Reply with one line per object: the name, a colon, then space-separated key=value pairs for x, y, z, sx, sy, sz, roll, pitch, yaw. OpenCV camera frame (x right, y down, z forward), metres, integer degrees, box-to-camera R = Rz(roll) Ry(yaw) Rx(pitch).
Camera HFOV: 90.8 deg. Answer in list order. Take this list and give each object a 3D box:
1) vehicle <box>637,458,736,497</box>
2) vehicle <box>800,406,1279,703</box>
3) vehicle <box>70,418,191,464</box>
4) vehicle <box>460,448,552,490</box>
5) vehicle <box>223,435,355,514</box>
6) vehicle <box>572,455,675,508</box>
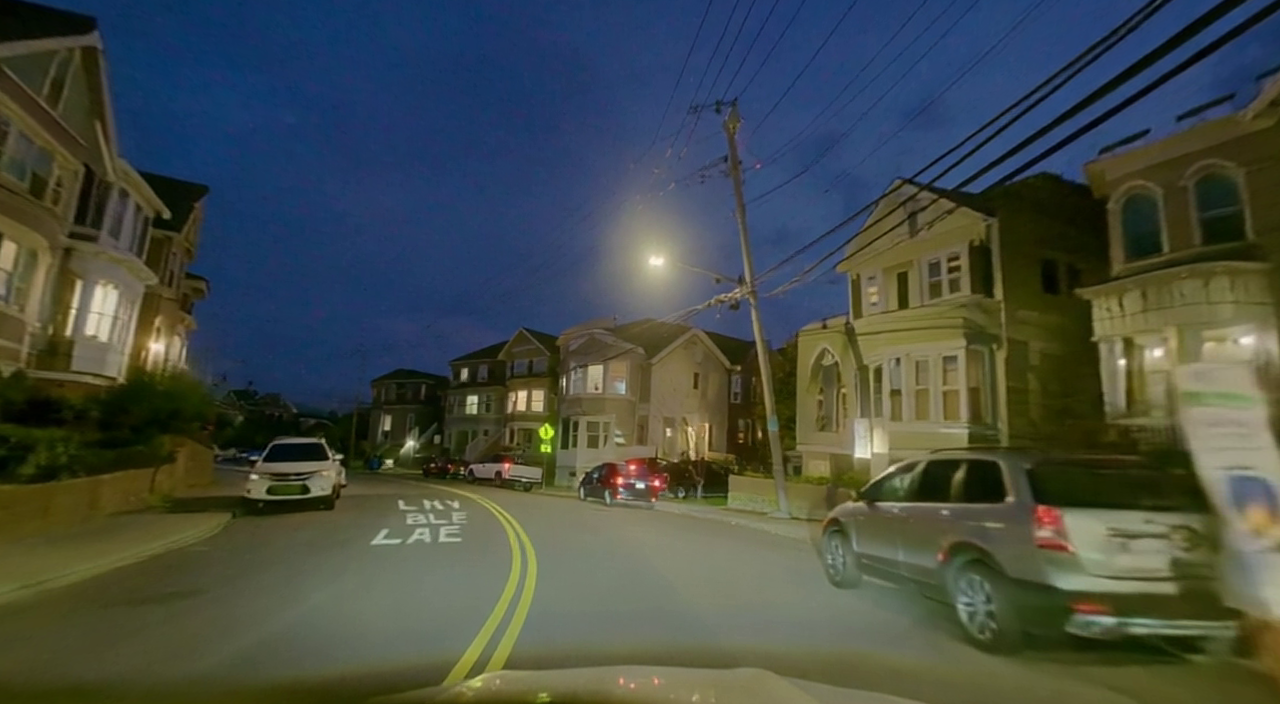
vehicle: x=2.138 y=5.652 z=28.787 sx=4.163 sy=1.586 sz=2.023 roll=6 pitch=-10 yaw=-35
vehicle: x=3.327 y=1.565 z=6.088 sx=1.994 sy=1.682 sz=4.750 roll=4 pitch=-9 yaw=-5
vehicle: x=-23.696 y=4.220 z=29.476 sx=4.064 sy=1.569 sz=1.861 roll=15 pitch=-21 yaw=-40
vehicle: x=-7.207 y=6.147 z=33.474 sx=2.449 sy=1.869 sz=5.504 roll=12 pitch=-14 yaw=-36
vehicle: x=-9.582 y=3.398 z=17.833 sx=2.378 sy=1.840 sz=5.389 roll=5 pitch=-11 yaw=-20
vehicle: x=-0.701 y=4.358 z=21.725 sx=1.923 sy=1.531 sz=4.568 roll=6 pitch=-10 yaw=-23
